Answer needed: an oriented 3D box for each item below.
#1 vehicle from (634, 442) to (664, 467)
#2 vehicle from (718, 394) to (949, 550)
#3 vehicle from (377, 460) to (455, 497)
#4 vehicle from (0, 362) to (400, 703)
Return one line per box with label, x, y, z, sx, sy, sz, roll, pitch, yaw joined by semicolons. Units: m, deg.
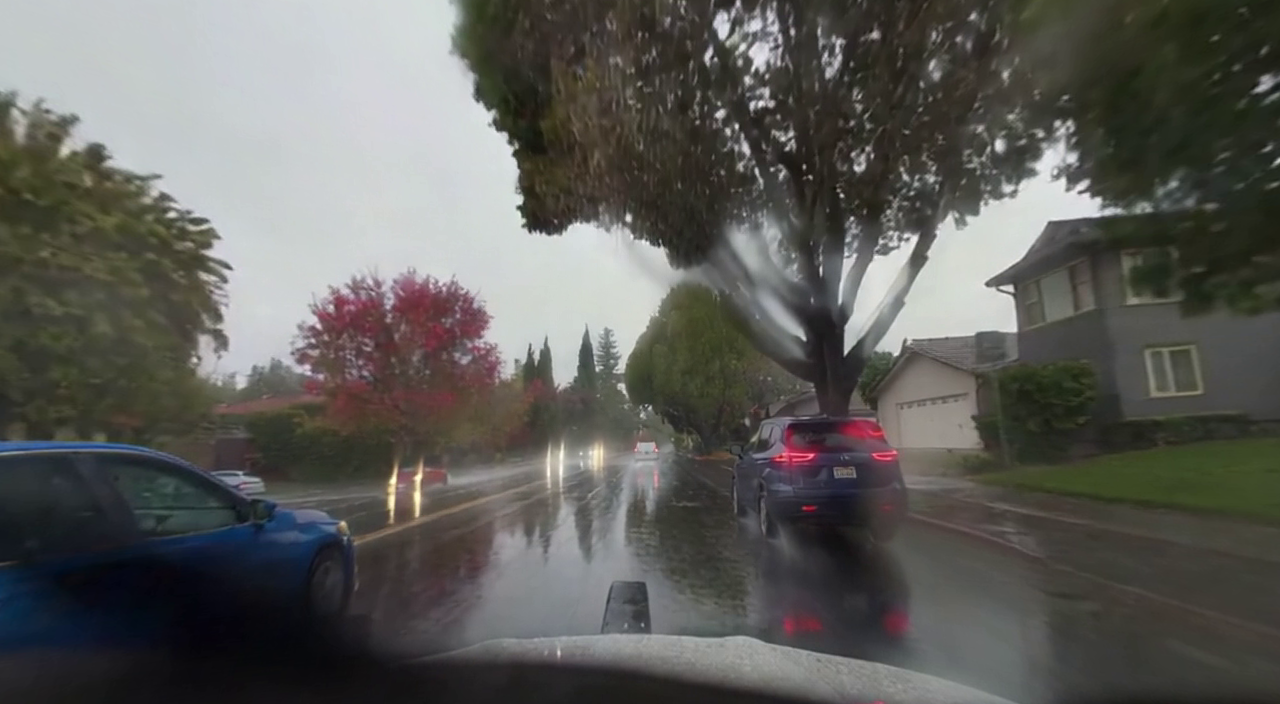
vehicle;0.628;7.649;47.229;2.138;1.729;4.178;0;-9;0
vehicle;2.939;2.033;11.331;2.338;2.063;5.592;0;-9;0
vehicle;-10.364;5.867;29.565;1.893;1.441;4.604;-1;-9;2
vehicle;-3.204;1.048;3.274;2.058;1.659;4.514;0;-9;1
